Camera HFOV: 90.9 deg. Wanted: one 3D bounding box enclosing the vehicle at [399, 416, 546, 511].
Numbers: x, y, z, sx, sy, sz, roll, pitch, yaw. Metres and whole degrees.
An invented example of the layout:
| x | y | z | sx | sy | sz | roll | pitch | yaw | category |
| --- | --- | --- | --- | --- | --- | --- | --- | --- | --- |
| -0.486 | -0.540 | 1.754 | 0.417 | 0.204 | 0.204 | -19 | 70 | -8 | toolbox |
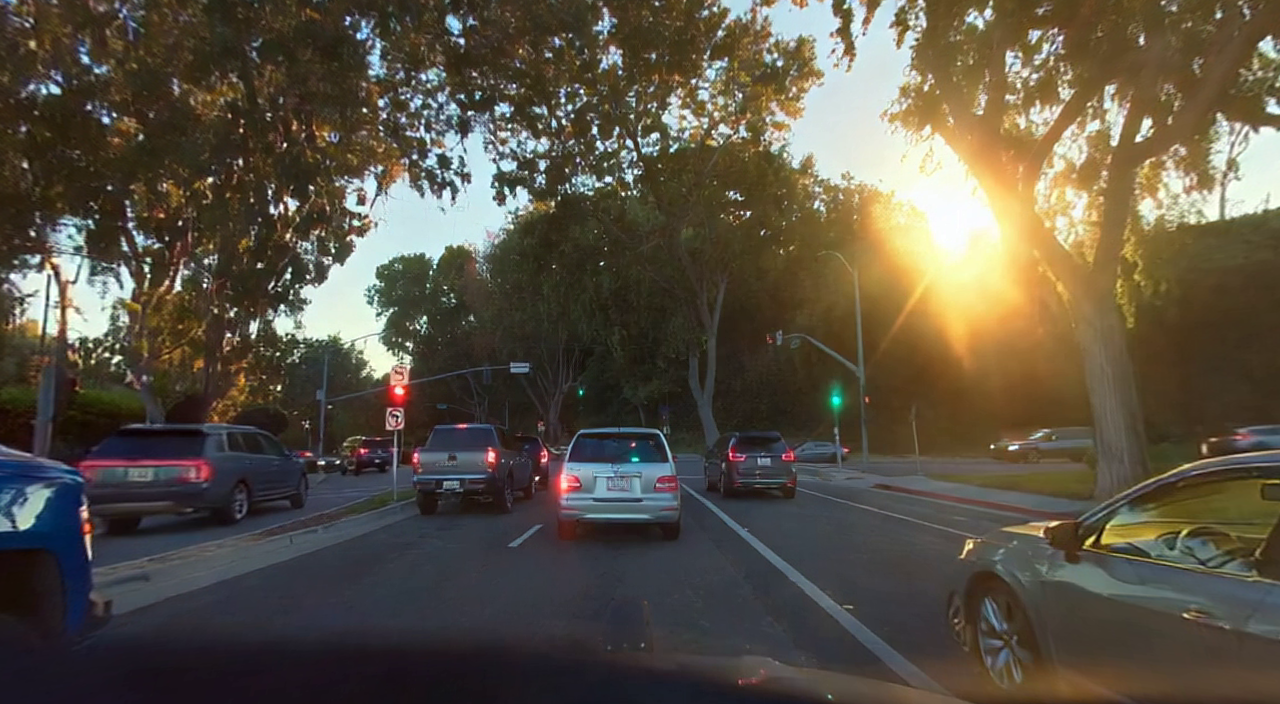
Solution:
| x | y | z | sx | sy | sz | roll | pitch | yaw | category |
| --- | --- | --- | --- | --- | --- | --- | --- | --- | --- |
| -3.628 | 2.522 | 14.668 | 2.089 | 1.857 | 4.488 | 0 | -8 | 1 | vehicle |

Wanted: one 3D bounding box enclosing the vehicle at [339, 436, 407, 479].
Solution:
| x | y | z | sx | sy | sz | roll | pitch | yaw | category |
| --- | --- | --- | --- | --- | --- | --- | --- | --- | --- |
| -12.491 | 4.844 | 29.305 | 2.088 | 1.787 | 4.728 | 5 | -10 | -31 | vehicle |

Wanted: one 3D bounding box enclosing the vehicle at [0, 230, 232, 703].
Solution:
| x | y | z | sx | sy | sz | roll | pitch | yaw | category |
| --- | --- | --- | --- | --- | --- | --- | --- | --- | --- |
| -3.475 | 0.349 | 0.306 | 2.656 | 2.021 | 5.800 | 0 | -8 | 0 | vehicle |

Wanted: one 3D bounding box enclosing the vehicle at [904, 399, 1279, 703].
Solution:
| x | y | z | sx | sy | sz | roll | pitch | yaw | category |
| --- | --- | --- | --- | --- | --- | --- | --- | --- | --- |
| 3.015 | 0.966 | 2.522 | 1.874 | 1.477 | 4.698 | 0 | -8 | 0 | vehicle |

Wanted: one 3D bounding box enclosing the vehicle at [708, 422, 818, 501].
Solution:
| x | y | z | sx | sy | sz | roll | pitch | yaw | category |
| --- | --- | --- | --- | --- | --- | --- | --- | --- | --- |
| 3.168 | 2.939 | 17.307 | 2.102 | 1.841 | 4.587 | 0 | -8 | 0 | vehicle |

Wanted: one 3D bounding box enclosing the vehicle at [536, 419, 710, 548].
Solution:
| x | y | z | sx | sy | sz | roll | pitch | yaw | category |
| --- | --- | --- | --- | --- | --- | --- | --- | --- | --- |
| -0.222 | 1.937 | 9.879 | 2.194 | 1.607 | 3.690 | 0 | -8 | 0 | vehicle |
